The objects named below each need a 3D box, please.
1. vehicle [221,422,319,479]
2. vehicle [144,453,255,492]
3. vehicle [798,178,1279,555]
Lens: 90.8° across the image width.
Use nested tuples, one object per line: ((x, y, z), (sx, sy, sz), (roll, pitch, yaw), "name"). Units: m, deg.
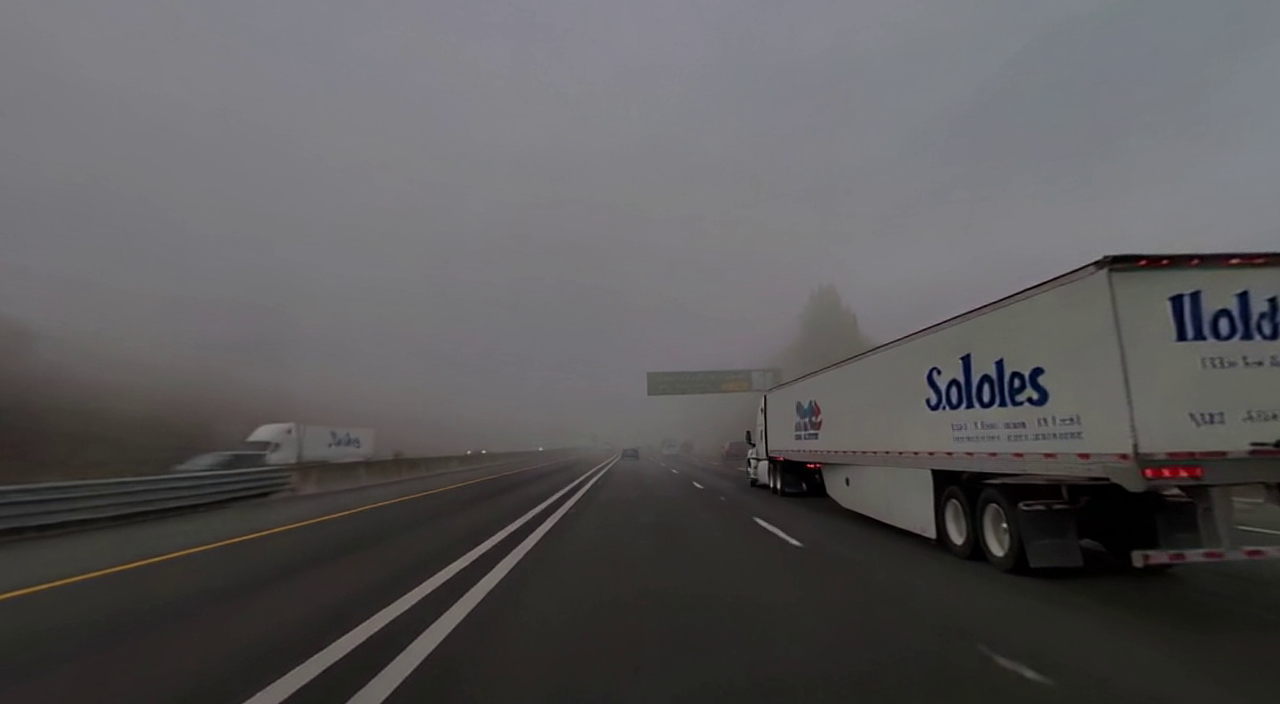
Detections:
((-27.524, 7.347, 47.448), (3.027, 3.952, 7.052), (0, -8, -1), "vehicle")
((-19.467, 5.319, 28.204), (1.858, 1.546, 4.335), (0, -8, -1), "vehicle")
((7.546, 1.291, 15.055), (2.892, 4.128, 16.495), (0, -8, -2), "vehicle")
